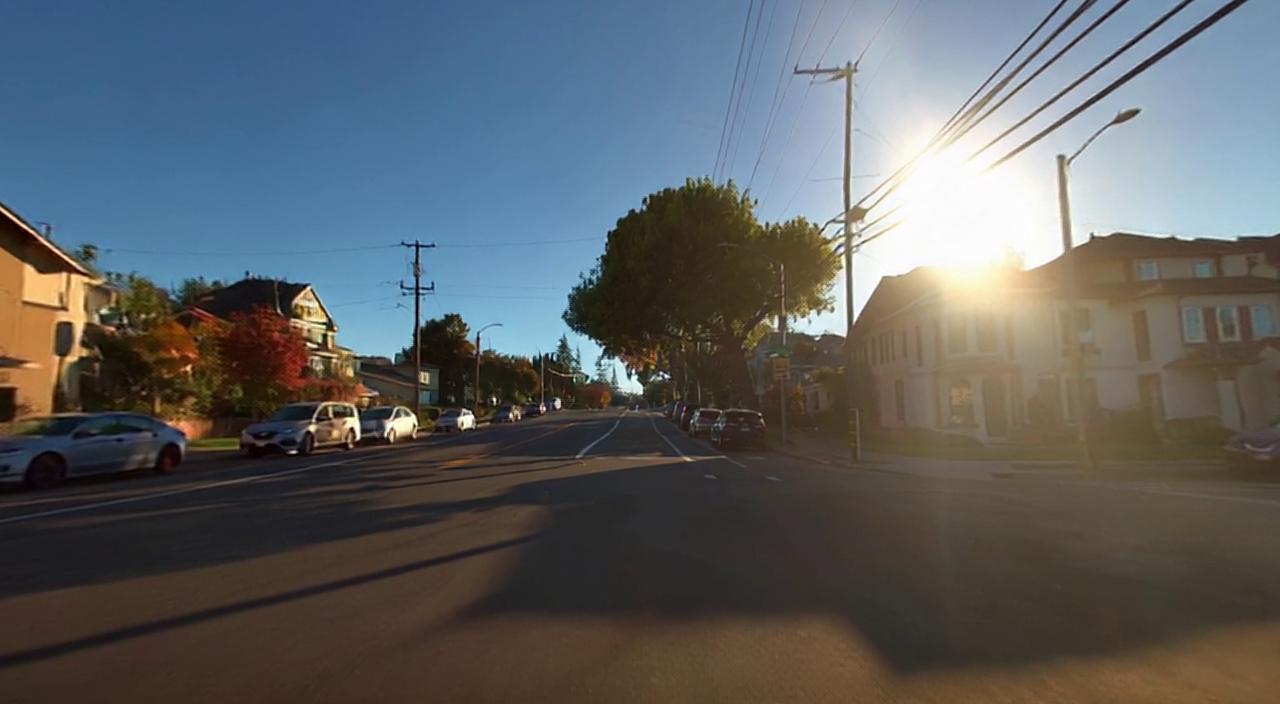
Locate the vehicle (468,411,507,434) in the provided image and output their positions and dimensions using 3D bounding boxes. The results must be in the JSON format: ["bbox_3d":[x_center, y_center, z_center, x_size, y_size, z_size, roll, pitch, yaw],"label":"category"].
[{"bbox_3d":[-11.359,5.302,47.289,1.903,1.535,4.342,0,-8,-1],"label":"vehicle"}]

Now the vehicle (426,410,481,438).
[{"bbox_3d":[-11.085,4.346,37.897,2.051,1.520,4.374,0,-8,-2],"label":"vehicle"}]

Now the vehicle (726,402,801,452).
[{"bbox_3d":[4.397,2.798,23.098,1.867,1.680,4.176,0,-8,0],"label":"vehicle"}]

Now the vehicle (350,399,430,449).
[{"bbox_3d":[-11.334,3.279,28.998,1.926,1.998,4.447,-4,-6,-1],"label":"vehicle"}]

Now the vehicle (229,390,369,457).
[{"bbox_3d":[-11.125,2.457,21.121,2.056,1.980,4.763,0,-8,-1],"label":"vehicle"}]

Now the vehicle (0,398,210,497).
[{"bbox_3d":[-11.049,1.842,12.285,2.082,1.540,4.654,0,-8,0],"label":"vehicle"}]
